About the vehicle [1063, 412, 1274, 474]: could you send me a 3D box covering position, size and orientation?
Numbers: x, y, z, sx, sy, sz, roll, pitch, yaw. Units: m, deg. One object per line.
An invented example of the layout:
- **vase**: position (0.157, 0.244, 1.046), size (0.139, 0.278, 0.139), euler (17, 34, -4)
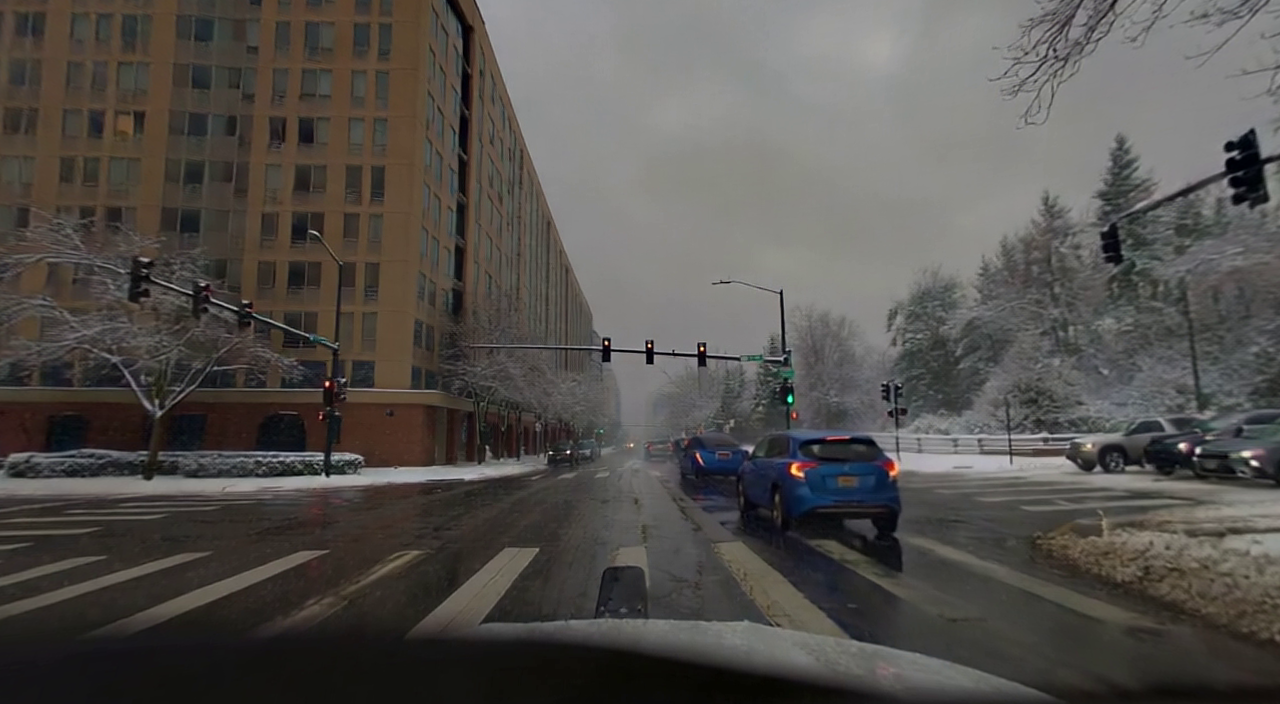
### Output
- **vehicle**: position (16.910, 2.938, 20.407), size (4.802, 1.860, 2.146), euler (0, -8, 1)

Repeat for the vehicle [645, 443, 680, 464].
- **vehicle**: position (1.513, 7.125, 44.532), size (2.040, 1.421, 4.550), euler (0, -8, -3)

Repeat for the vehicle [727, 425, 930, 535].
- **vehicle**: position (2.875, 2.066, 10.809), size (2.039, 1.470, 4.355), euler (0, -8, -1)
